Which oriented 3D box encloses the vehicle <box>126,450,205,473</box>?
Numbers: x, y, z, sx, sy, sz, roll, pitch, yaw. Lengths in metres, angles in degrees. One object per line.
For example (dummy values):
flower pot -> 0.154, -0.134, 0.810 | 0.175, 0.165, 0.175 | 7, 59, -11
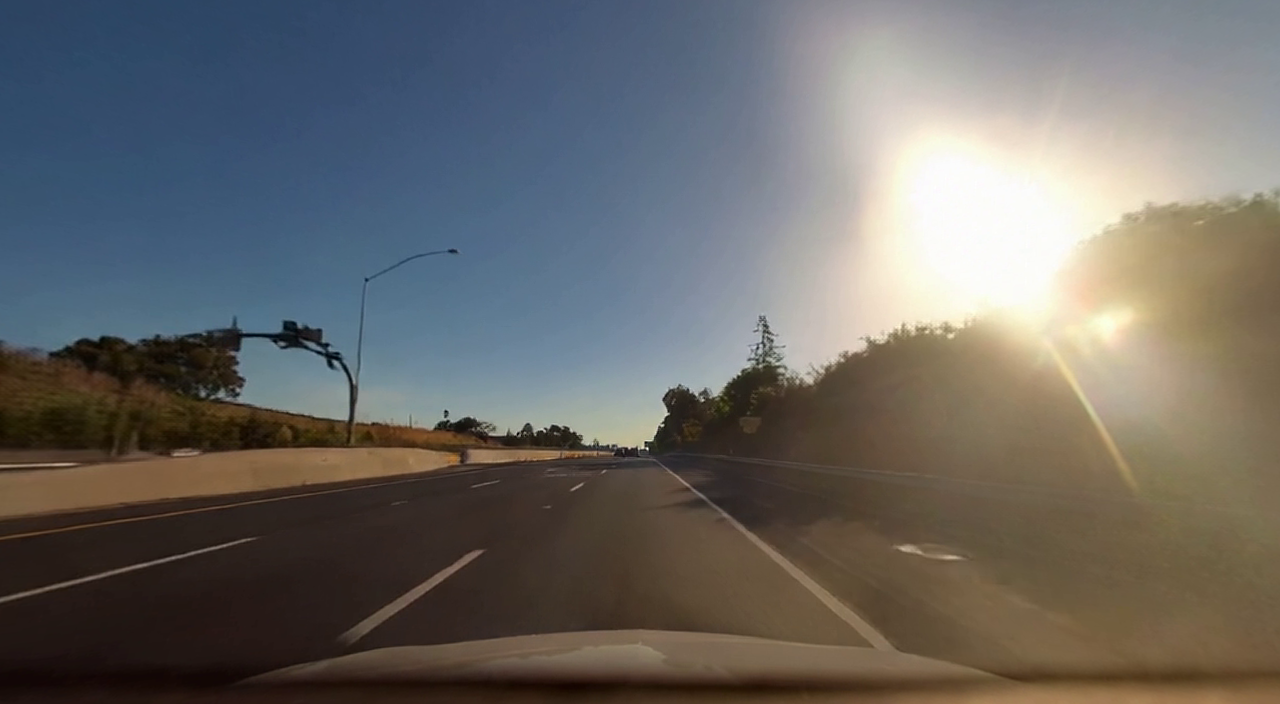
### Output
vehicle -> -34.804, 8.044, 46.376 | 1.951, 1.596, 4.811 | 0, -9, 1
